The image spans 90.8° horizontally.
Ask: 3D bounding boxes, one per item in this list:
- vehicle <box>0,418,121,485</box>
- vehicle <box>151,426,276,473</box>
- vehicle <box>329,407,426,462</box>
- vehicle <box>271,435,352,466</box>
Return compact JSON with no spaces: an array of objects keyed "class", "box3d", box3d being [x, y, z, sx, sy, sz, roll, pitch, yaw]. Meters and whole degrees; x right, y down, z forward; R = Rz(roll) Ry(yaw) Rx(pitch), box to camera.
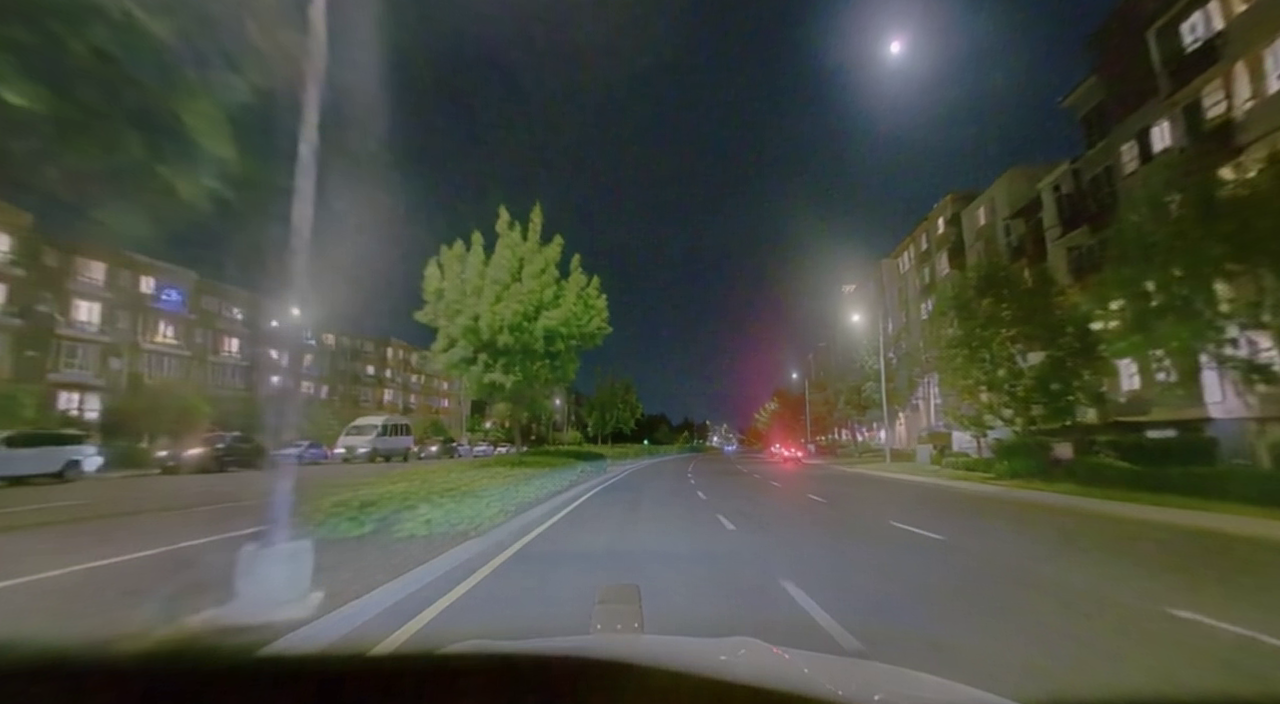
[{"class":"vehicle","box3d":[-18.526,2.890,18.289,2.295,1.809,5.236,0,-9,3]},{"class":"vehicle","box3d":[-18.348,4.217,27.519,2.001,1.836,4.746,0,-9,2]},{"class":"vehicle","box3d":[-17.103,5.484,41.771,2.766,3.279,6.821,0,-8,6]},{"class":"vehicle","box3d":[-17.833,5.388,34.555,1.808,1.531,4.366,1,-9,3]}]
